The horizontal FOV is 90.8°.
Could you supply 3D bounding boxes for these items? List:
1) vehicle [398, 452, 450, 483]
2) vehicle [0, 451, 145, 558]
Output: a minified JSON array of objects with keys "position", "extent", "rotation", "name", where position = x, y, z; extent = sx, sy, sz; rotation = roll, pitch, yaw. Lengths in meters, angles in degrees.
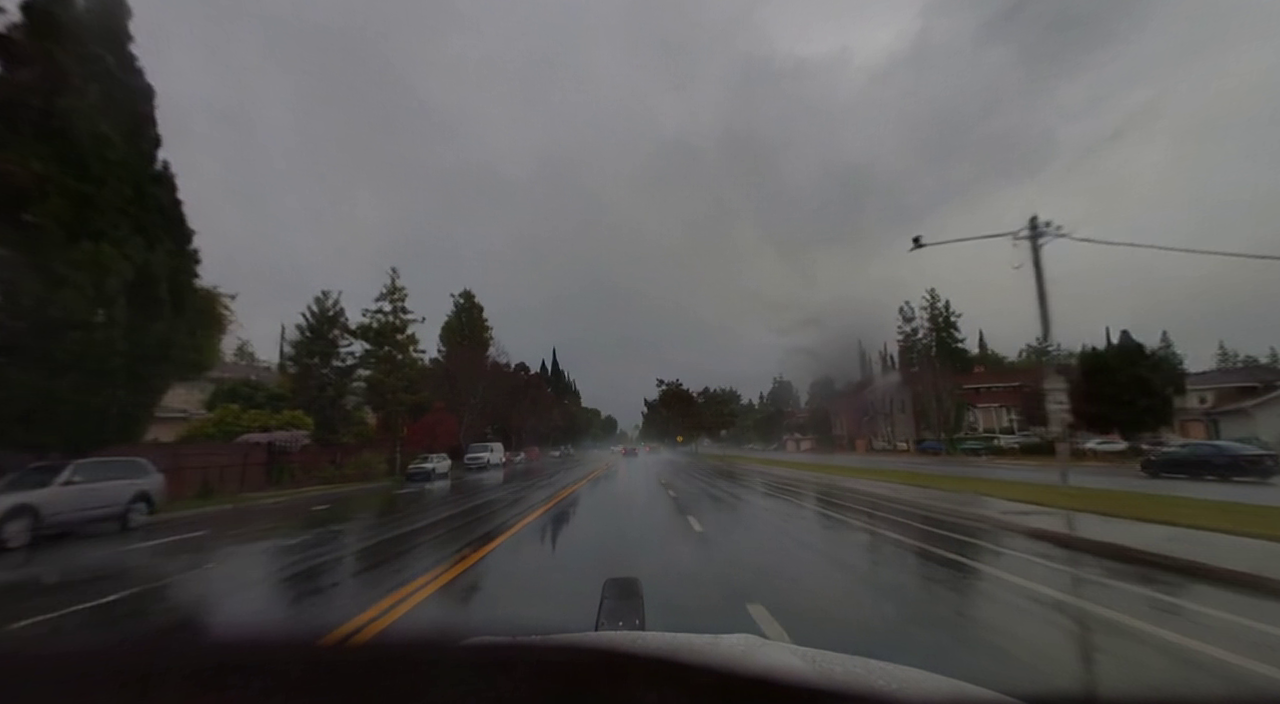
[{"position":[-12.402,6.615,36.491],"extent":[1.762,1.552,3.901],"rotation":[-3,-9,-2],"name":"vehicle"},{"position":[-12.232,2.897,12.186],"extent":[2.000,1.821,4.314],"rotation":[-2,-8,-3],"name":"vehicle"}]
